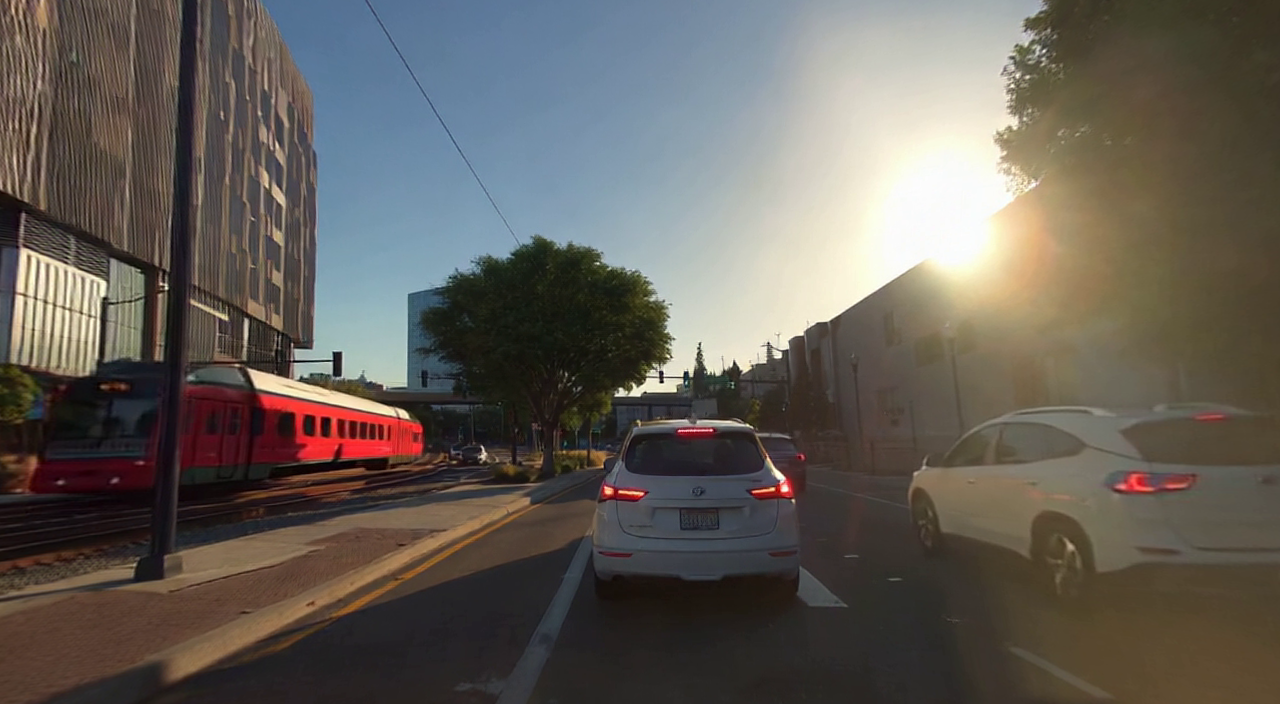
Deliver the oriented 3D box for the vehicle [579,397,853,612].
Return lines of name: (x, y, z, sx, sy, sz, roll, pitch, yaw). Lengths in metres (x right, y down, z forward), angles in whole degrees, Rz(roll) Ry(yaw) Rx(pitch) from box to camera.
vehicle: (0.507, 1.519, 7.134, 2.190, 1.684, 4.084, 0, -9, -3)

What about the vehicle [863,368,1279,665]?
vehicle: (4.284, 1.350, 6.345, 2.165, 1.760, 5.064, 0, -9, -1)
